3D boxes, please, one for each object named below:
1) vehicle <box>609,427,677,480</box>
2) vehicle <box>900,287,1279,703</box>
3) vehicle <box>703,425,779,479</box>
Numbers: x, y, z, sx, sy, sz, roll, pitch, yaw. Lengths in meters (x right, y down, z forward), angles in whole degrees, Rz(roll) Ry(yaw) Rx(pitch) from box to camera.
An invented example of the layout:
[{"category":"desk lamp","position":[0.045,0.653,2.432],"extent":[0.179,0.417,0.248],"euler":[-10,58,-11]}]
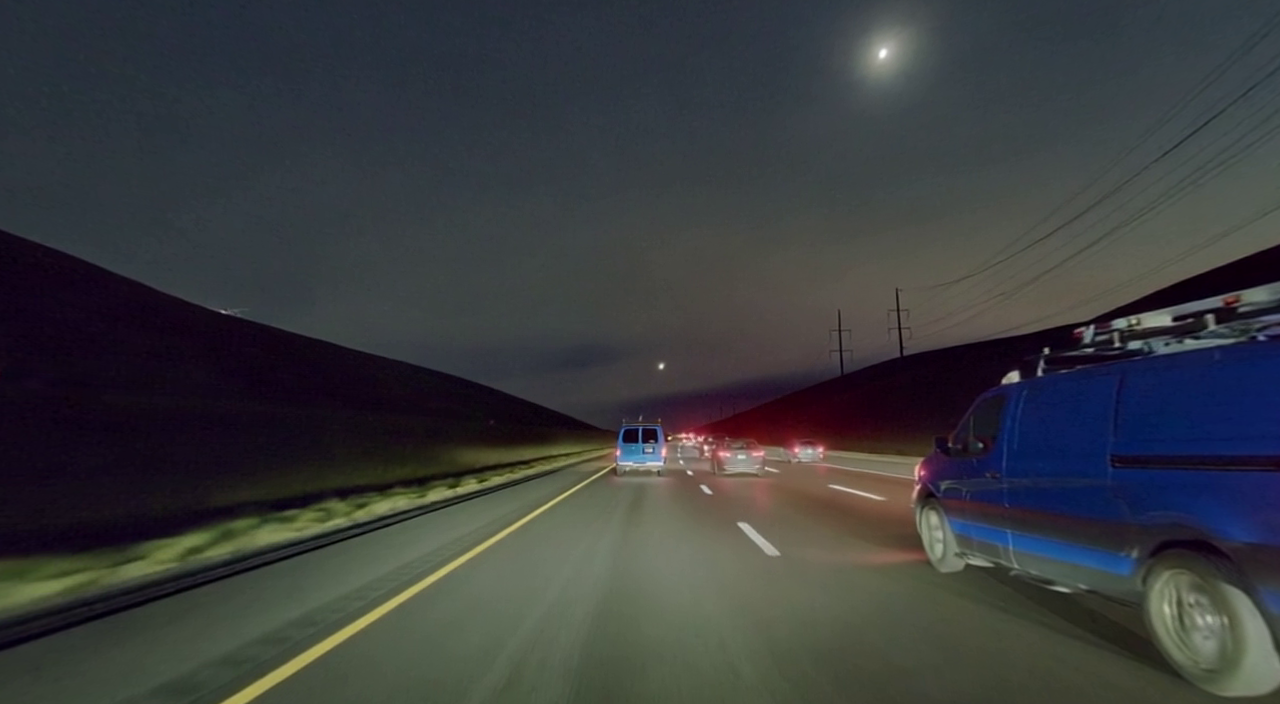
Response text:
[{"category":"vehicle","position":[0.123,3.763,23.559],"extent":[2.268,1.772,4.523],"euler":[0,-8,1]},{"category":"vehicle","position":[3.851,0.798,3.126],"extent":[2.691,1.901,5.744],"euler":[0,-8,0]},{"category":"vehicle","position":[3.673,3.735,23.819],"extent":[2.139,1.821,4.480],"euler":[0,-8,0]}]
